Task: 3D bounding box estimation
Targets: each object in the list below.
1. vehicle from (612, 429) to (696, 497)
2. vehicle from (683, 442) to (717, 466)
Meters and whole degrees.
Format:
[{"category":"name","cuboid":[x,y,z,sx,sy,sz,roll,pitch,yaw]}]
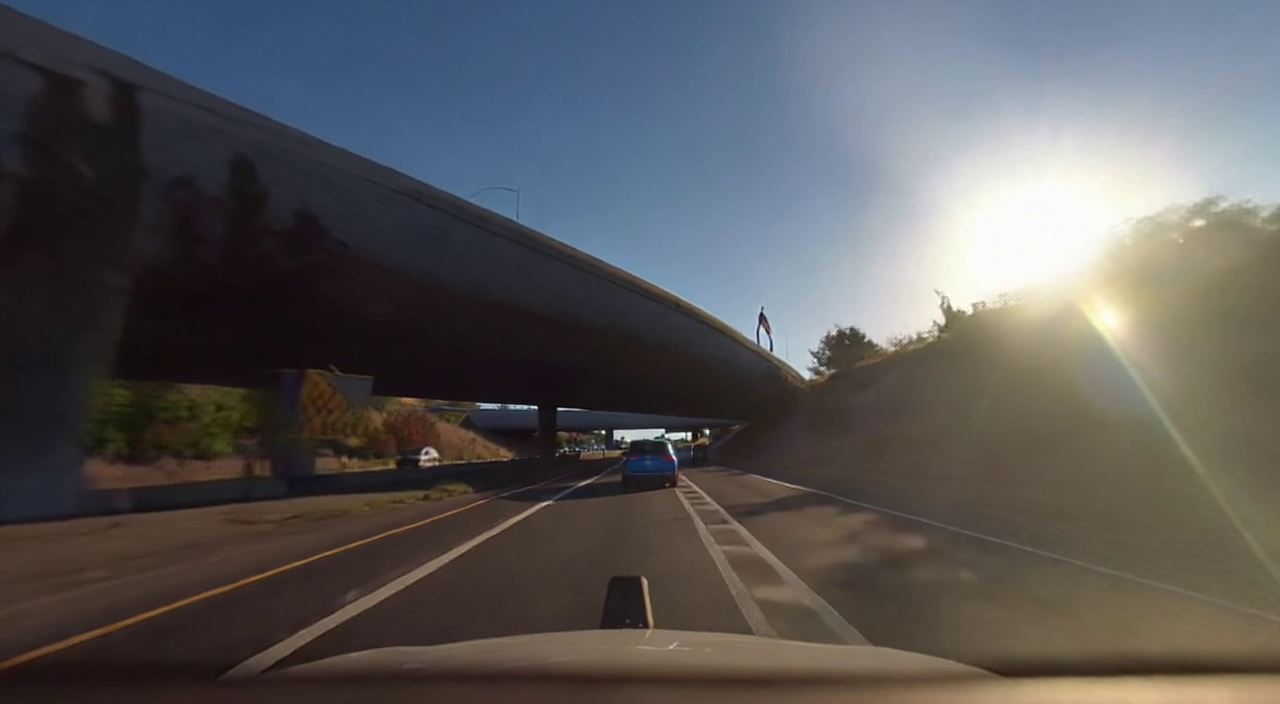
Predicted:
[{"category":"vehicle","cuboid":[0.426,3.204,18.538,2.143,1.693,4.513,-1,-9,2]},{"category":"vehicle","cuboid":[4.311,7.341,45.705,2.073,1.621,3.993,-1,-9,0]}]
